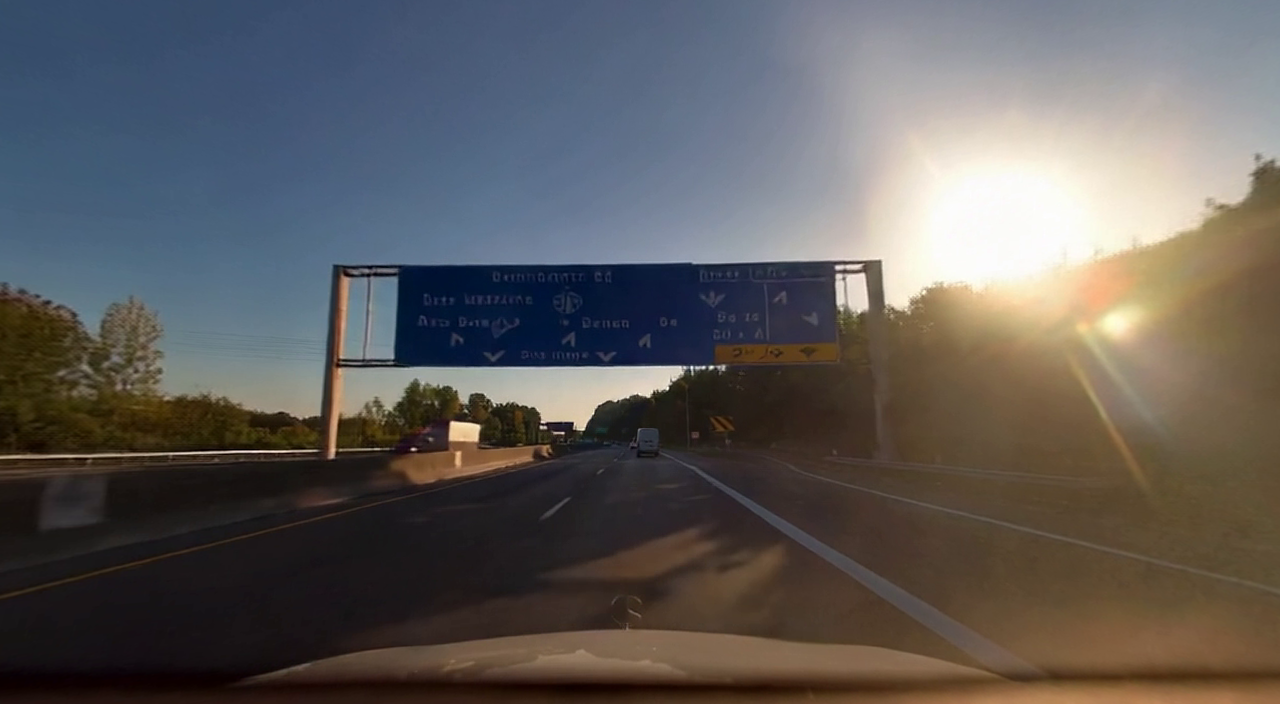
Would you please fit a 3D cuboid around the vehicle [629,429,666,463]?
[{"bbox_3d":[0.516,6.142,41.243,2.277,2.109,4.922,0,-8,1],"label":"vehicle"}]
